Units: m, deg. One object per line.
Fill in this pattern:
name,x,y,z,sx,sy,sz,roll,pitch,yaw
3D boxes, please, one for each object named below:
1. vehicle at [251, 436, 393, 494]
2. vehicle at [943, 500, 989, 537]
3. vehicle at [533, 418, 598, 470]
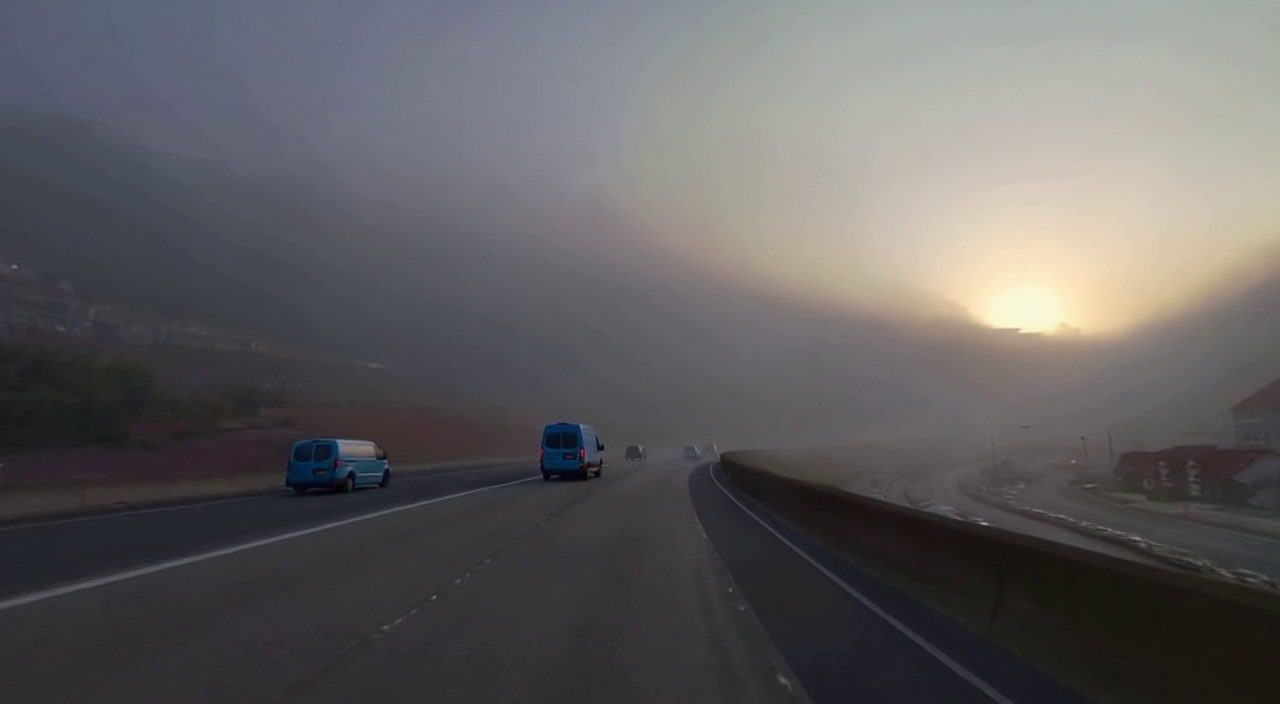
vehicle,-9.332,3.335,19.041,1.821,1.524,4.342,-1,-8,3
vehicle,21.797,11.143,42.425,1.887,1.776,4.198,-2,-7,16
vehicle,-4.162,5.353,36.735,2.314,2.703,6.441,-1,-8,6
